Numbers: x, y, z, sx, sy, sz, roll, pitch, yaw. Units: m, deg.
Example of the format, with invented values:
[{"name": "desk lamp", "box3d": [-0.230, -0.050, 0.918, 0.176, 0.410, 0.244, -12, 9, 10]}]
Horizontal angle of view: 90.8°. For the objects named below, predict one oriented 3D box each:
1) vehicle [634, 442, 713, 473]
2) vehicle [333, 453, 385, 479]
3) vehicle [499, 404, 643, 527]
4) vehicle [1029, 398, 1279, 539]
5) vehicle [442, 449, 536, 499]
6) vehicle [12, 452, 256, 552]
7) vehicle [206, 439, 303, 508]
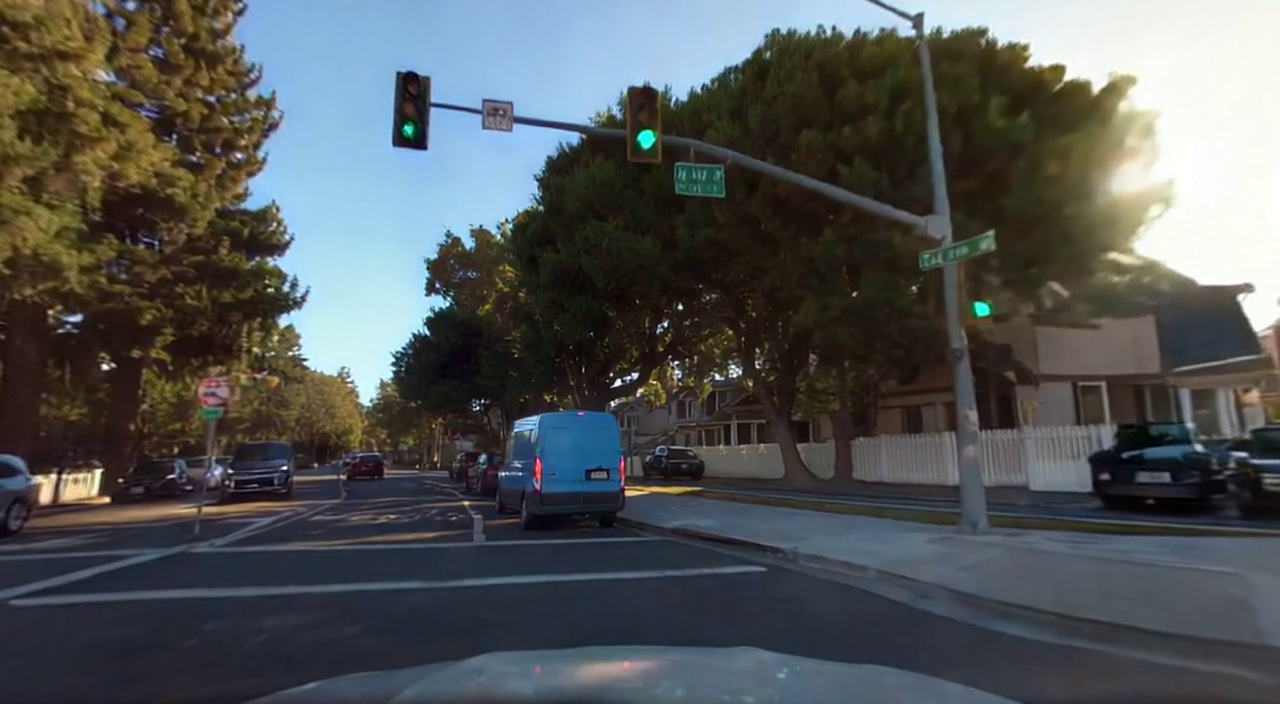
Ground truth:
[{"name": "vehicle", "box3d": [2.028, 6.285, 37.908, 4.559, 1.754, 1.985, 7, -11, -39]}, {"name": "vehicle", "box3d": [-17.754, 7.141, 39.842, 1.911, 1.493, 4.291, 7, -11, -38]}, {"name": "vehicle", "box3d": [-1.697, 2.372, 13.642, 2.213, 2.124, 4.809, 2, -9, -17]}, {"name": "vehicle", "box3d": [10.222, 1.842, 10.195, 2.514, 2.026, 6.104, 7, -11, -40]}, {"name": "vehicle", "box3d": [-5.082, 3.924, 20.819, 2.008, 1.445, 4.386, 4, -10, -26]}, {"name": "vehicle", "box3d": [-9.064, 2.633, 11.908, 1.952, 1.461, 4.377, 2, -9, -16]}, {"name": "vehicle", "box3d": [-12.347, 3.767, 20.252, 2.228, 1.871, 5.492, 5, -10, -31]}]
